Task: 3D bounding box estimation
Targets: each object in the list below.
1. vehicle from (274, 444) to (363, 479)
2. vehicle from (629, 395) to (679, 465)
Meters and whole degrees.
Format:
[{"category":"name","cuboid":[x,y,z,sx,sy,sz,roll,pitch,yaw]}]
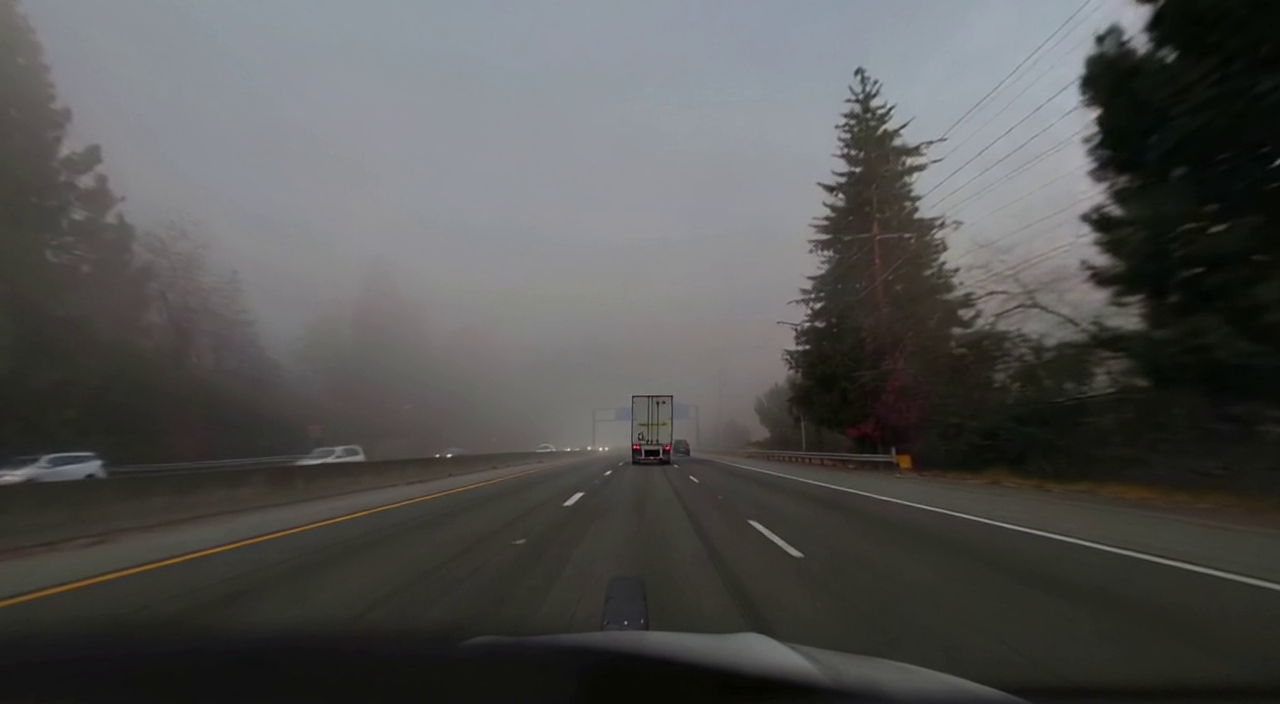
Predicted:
[{"category":"vehicle","cuboid":[-19.518,6.616,38.657,2.125,1.916,6.198,-1,-8,1]},{"category":"vehicle","cuboid":[0.771,5.454,42.961,2.919,4.101,11.541,0,-8,-1]}]
